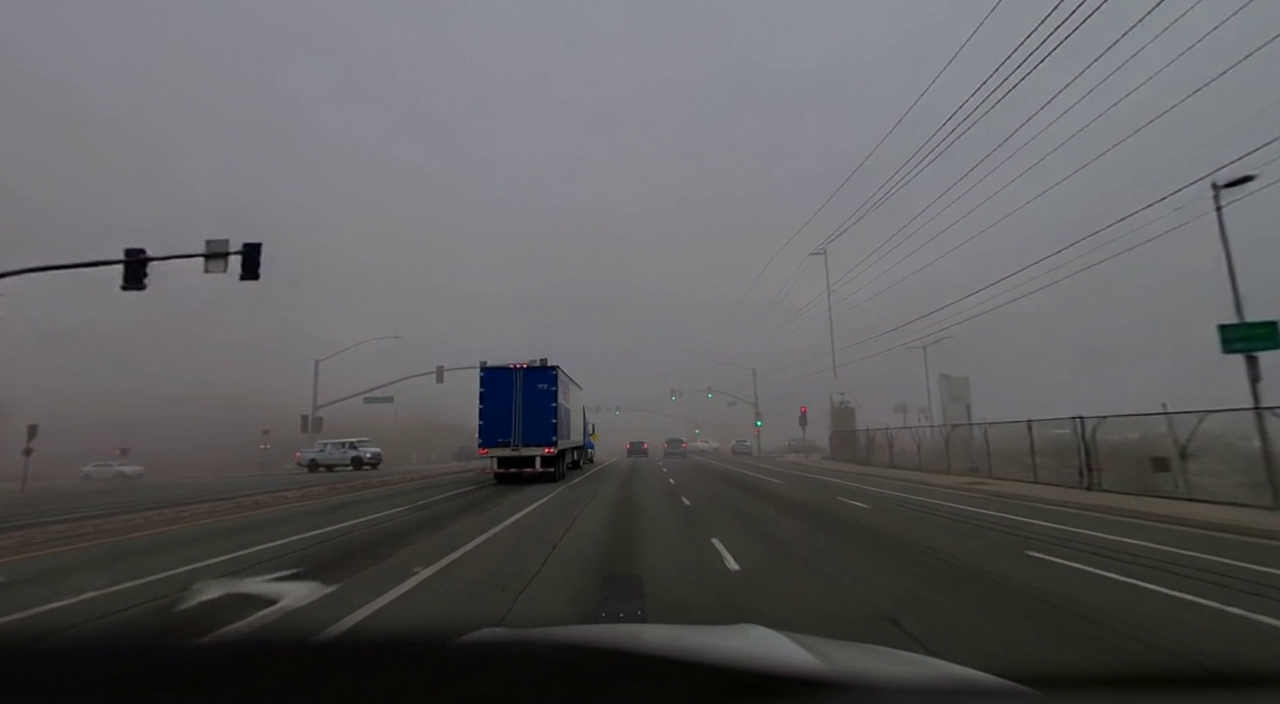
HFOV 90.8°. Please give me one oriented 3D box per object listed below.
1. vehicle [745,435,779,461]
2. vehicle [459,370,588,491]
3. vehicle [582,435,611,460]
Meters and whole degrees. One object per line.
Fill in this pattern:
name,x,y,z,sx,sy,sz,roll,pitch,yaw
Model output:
vehicle,8.277,6.505,42.824,2.102,1.662,4.533,-2,-9,11
vehicle,-3.586,2.798,21.854,2.889,3.347,8.285,0,-8,0
vehicle,-3.340,7.470,49.291,1.994,1.806,4.564,0,-8,0
